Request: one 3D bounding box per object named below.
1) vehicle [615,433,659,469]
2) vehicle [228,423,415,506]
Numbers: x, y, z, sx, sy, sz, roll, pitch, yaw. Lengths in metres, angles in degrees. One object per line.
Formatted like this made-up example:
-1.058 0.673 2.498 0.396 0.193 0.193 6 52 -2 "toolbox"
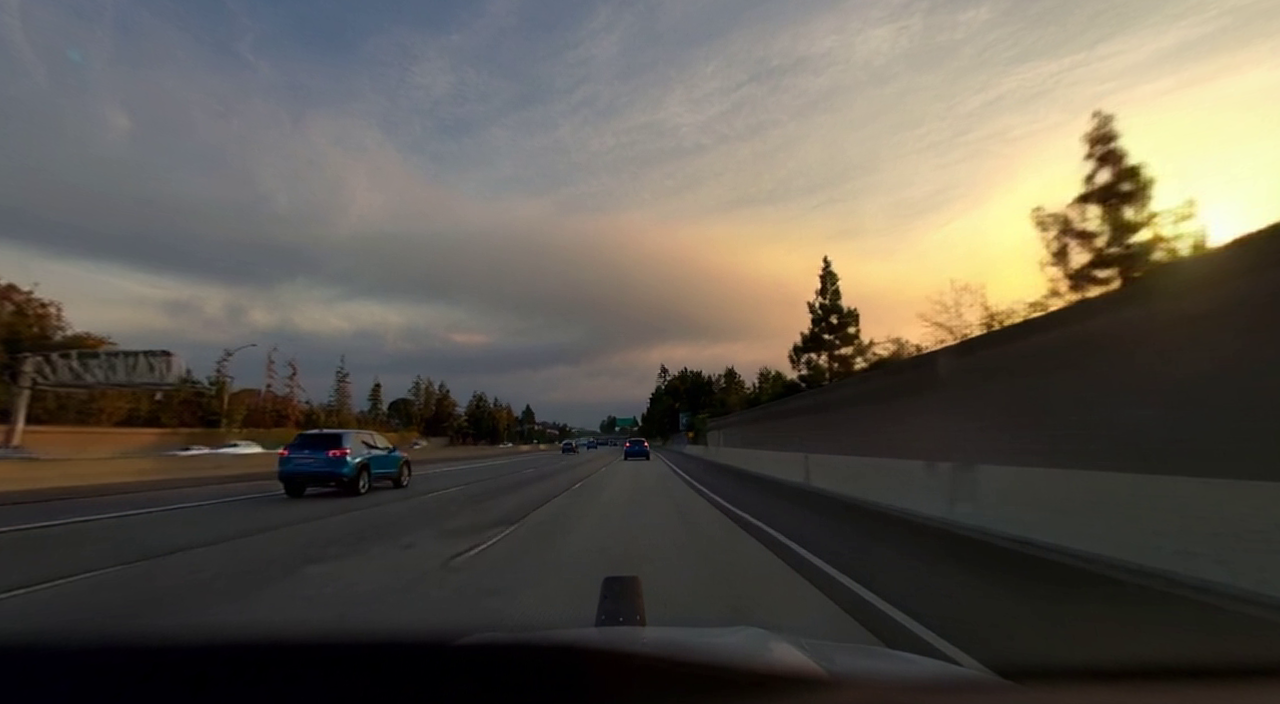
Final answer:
-0.126 5.122 32.608 2.141 1.706 4.065 0 -9 1 "vehicle"
-7.451 2.675 15.396 2.166 1.705 4.433 0 -9 1 "vehicle"
